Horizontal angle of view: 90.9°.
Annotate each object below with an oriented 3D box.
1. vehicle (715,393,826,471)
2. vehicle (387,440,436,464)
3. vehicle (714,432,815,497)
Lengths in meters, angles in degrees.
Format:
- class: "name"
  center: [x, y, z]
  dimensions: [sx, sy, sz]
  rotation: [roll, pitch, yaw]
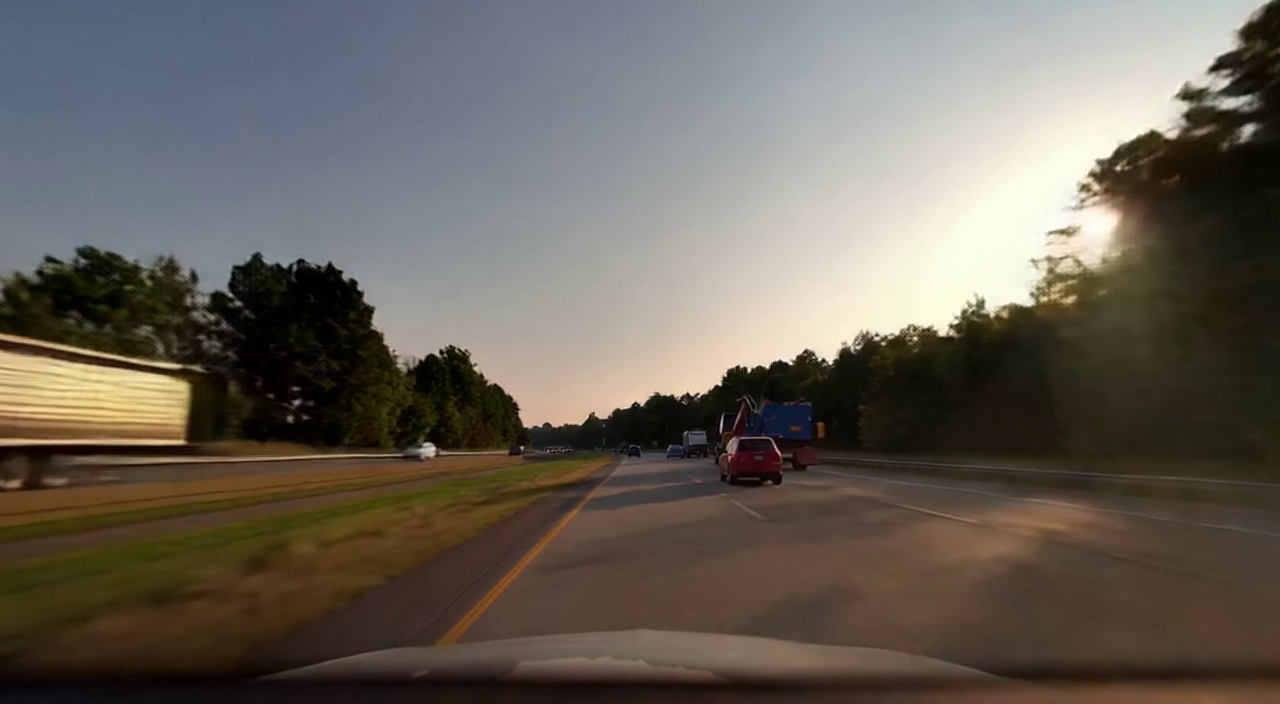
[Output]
- class: "vehicle"
  center: [7.798, 5.446, 41.311]
  dimensions: [3.441, 4.016, 16.812]
  rotation: [0, -9, -1]
- class: "vehicle"
  center: [-15.643, 6.864, 43.311]
  dimensions: [1.865, 1.532, 3.932]
  rotation: [0, -9, 0]
- class: "vehicle"
  center: [3.471, 3.234, 18.416]
  dimensions: [2.022, 1.658, 4.132]
  rotation: [0, -9, -1]
